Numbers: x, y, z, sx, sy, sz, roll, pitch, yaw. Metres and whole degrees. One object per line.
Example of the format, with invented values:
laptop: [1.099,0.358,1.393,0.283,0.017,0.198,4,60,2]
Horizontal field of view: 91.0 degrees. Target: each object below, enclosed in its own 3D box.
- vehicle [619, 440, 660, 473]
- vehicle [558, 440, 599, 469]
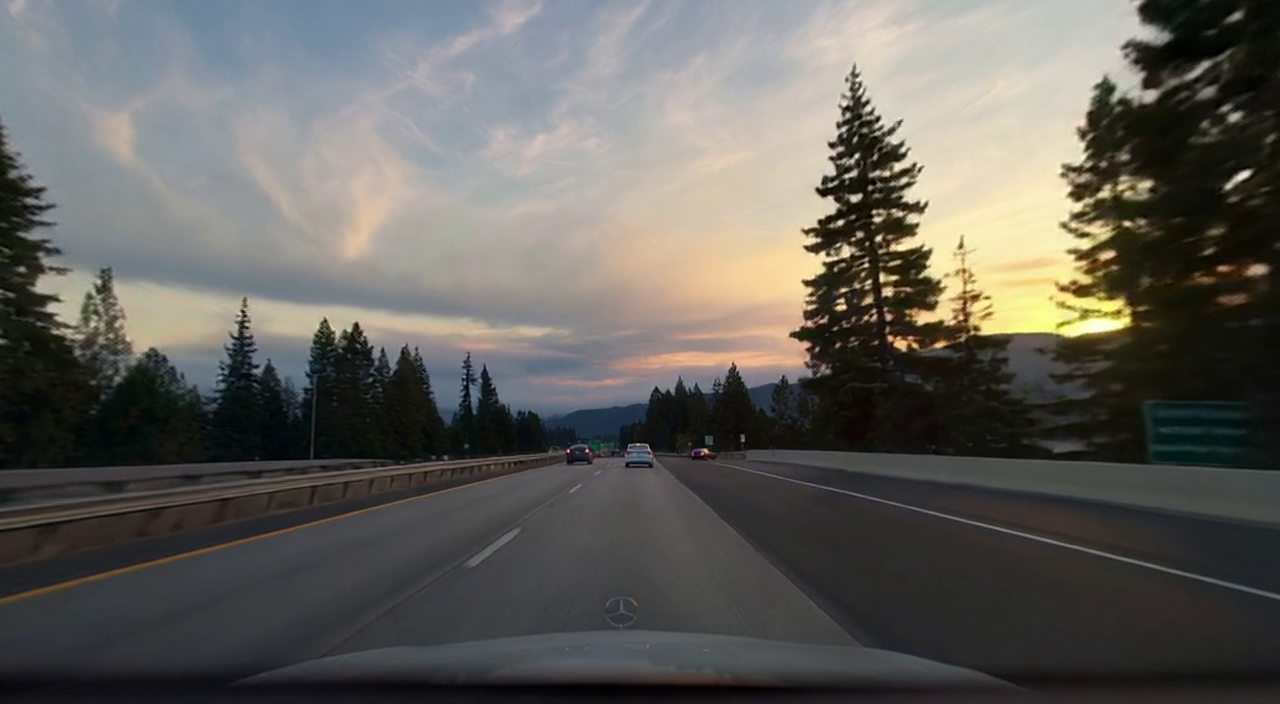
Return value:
vehicle: [-0.034,5.673,34.420,2.130,1.684,3.826,0,-8,0]
vehicle: [-3.900,6.603,40.626,2.130,1.741,4.665,0,-8,1]
